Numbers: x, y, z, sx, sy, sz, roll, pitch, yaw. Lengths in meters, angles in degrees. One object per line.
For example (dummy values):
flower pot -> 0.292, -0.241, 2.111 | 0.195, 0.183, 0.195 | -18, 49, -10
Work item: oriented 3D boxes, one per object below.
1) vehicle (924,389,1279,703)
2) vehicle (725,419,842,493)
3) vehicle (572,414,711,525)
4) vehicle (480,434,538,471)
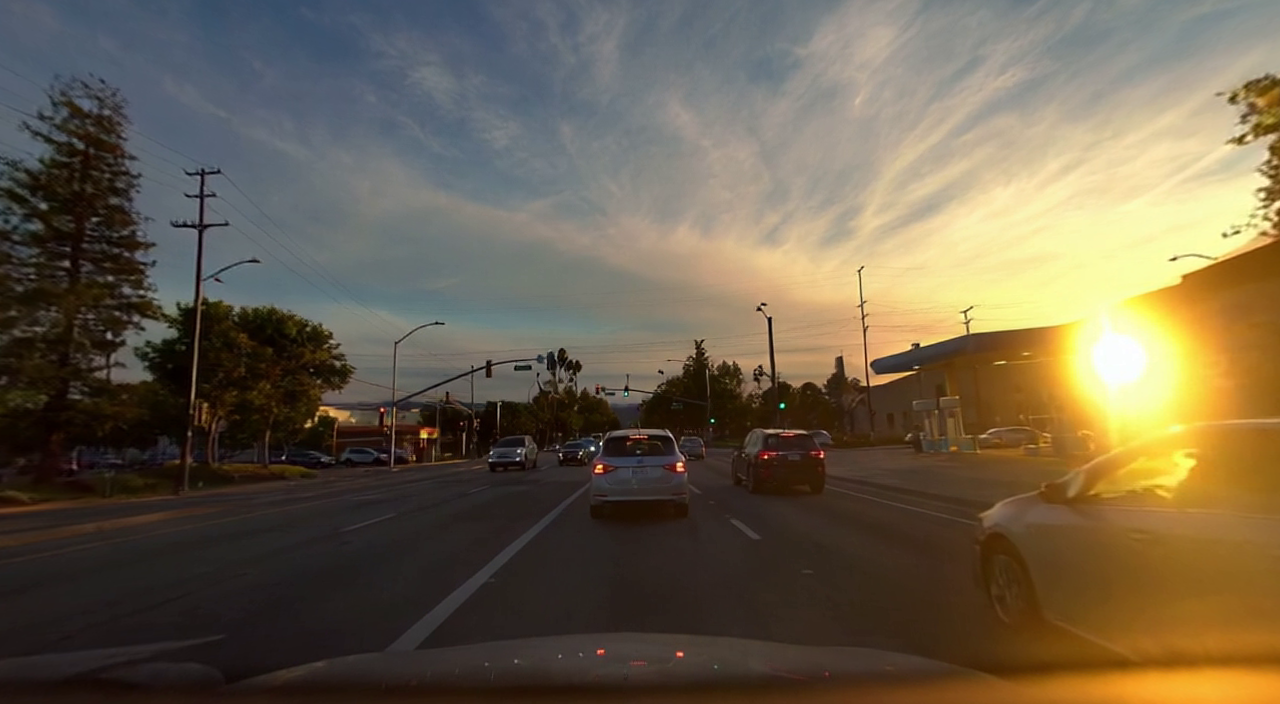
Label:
vehicle -> 3.332, 0.970, 2.978 | 1.904, 1.472, 4.358 | 0, -8, -1
vehicle -> 3.869, 2.921, 18.072 | 2.116, 1.791, 5.006 | 0, -8, -1
vehicle -> -0.044, 2.124, 11.896 | 2.164, 1.718, 3.881 | 0, -8, -2
vehicle -> -6.448, 5.017, 31.673 | 1.994, 1.695, 4.471 | 0, -8, -1
